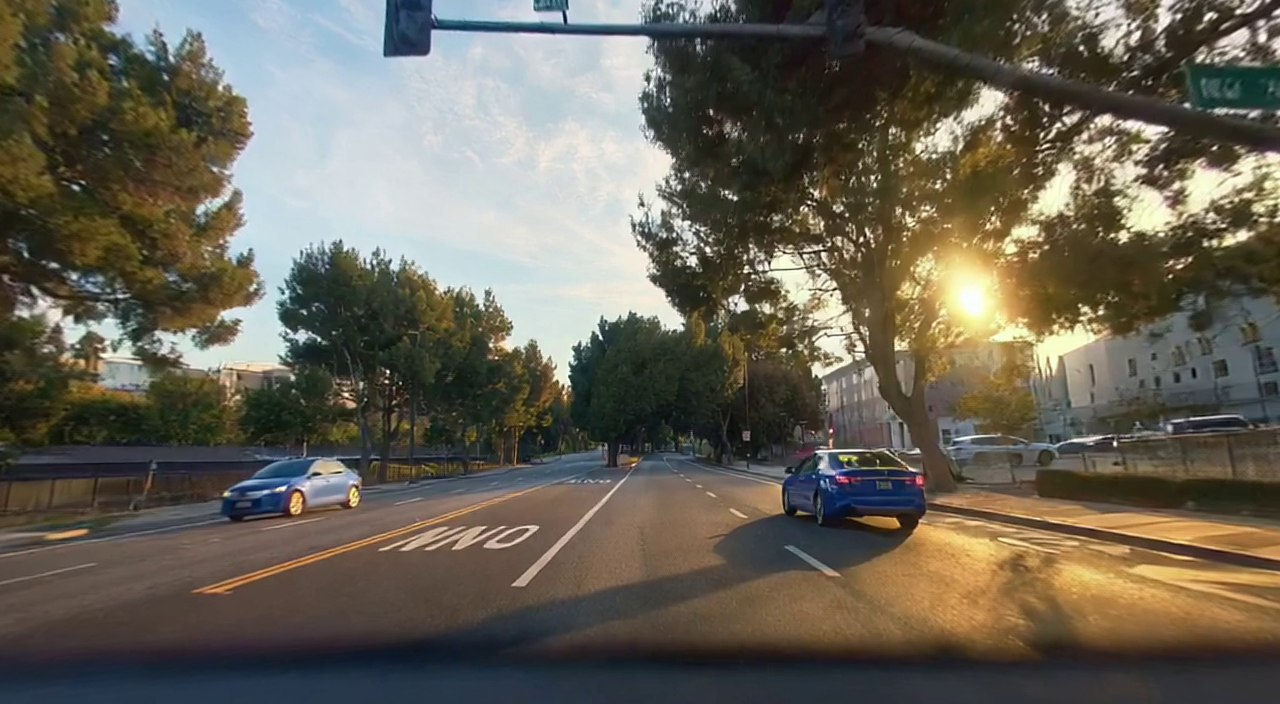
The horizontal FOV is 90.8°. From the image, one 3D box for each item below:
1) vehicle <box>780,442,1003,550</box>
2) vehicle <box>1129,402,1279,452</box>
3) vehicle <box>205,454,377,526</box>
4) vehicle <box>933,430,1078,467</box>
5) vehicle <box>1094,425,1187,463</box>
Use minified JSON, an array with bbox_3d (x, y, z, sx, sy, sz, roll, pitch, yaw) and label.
[{"bbox_3d":[4.034,2.354,11.139,2.114,1.493,4.430,0,-8,0],"label":"vehicle"},{"bbox_3d":[30.257,4.147,34.059,2.279,2.416,6.795,0,-9,0],"label":"vehicle"},{"bbox_3d":[-9.370,3.695,17.594,1.937,1.624,4.913,0,-8,1],"label":"vehicle"},{"bbox_3d":[19.393,5.181,33.788,6.156,1.801,2.491,-1,-9,2],"label":"vehicle"},{"bbox_3d":[34.927,6.405,44.309,2.369,2.475,5.128,0,-8,2],"label":"vehicle"}]
